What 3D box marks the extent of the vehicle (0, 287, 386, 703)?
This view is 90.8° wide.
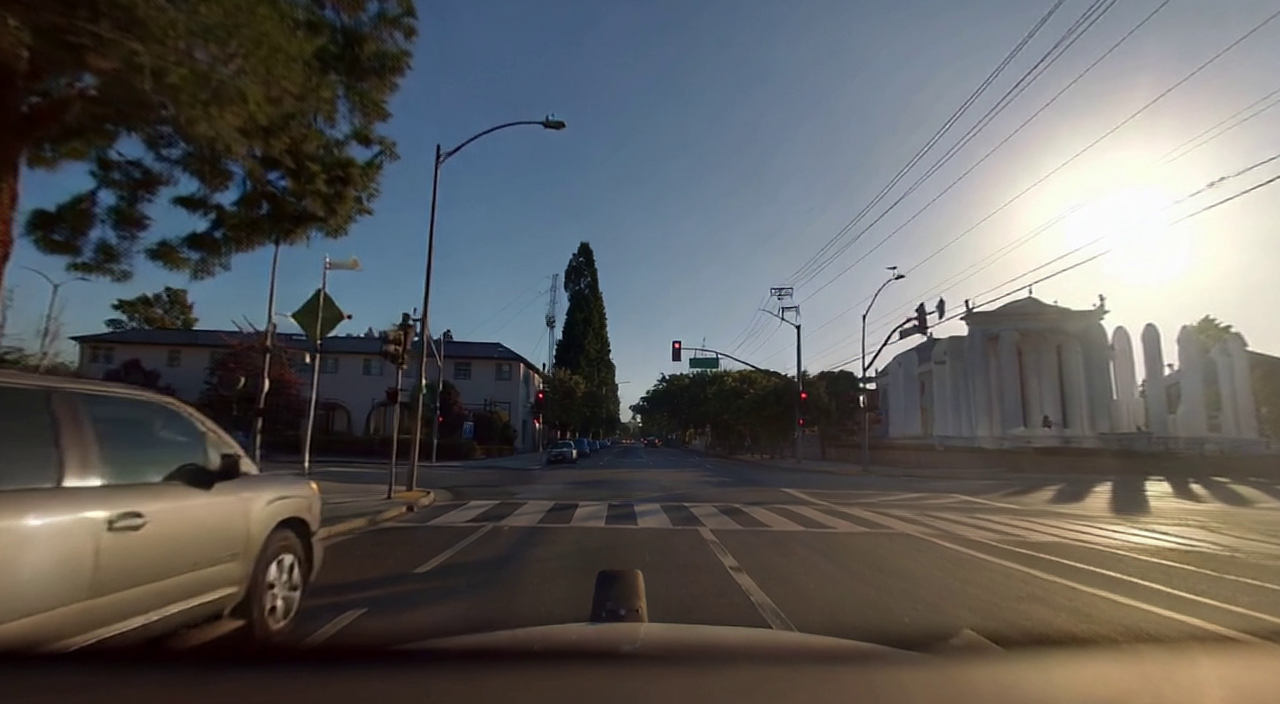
[{"bbox_3d":[-3.297,0.701,1.931,2.271,1.885,6.346,0,-8,1],"label":"vehicle"}]
